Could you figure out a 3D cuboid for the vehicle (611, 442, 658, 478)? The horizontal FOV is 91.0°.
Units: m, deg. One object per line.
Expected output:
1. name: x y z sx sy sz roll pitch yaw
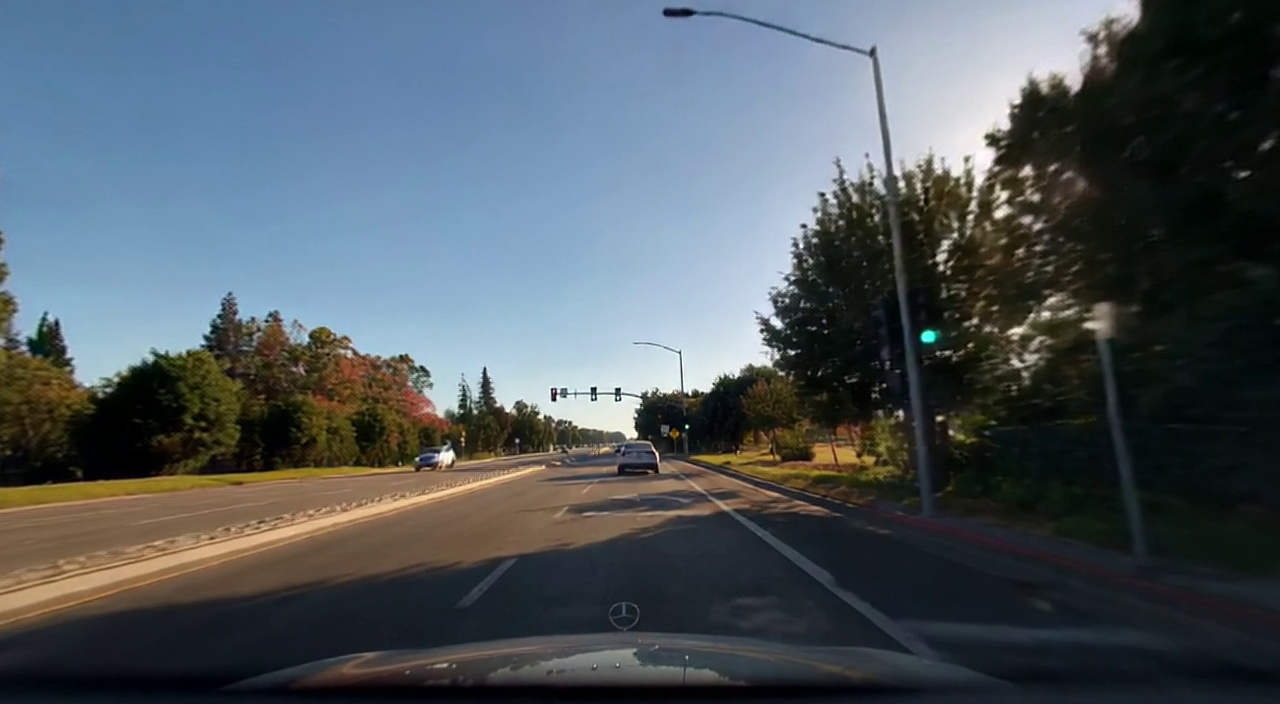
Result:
1. vehicle: -0.258 4.739 27.937 1.954 1.469 3.465 0 -8 -1
